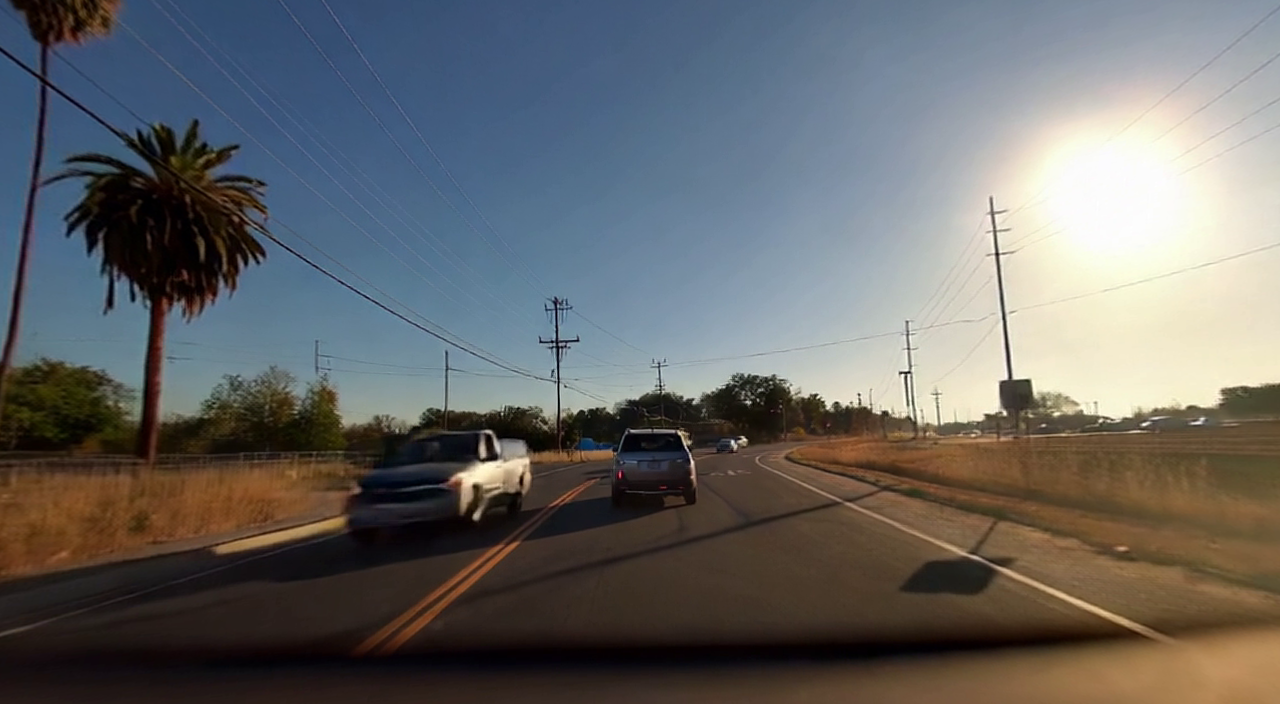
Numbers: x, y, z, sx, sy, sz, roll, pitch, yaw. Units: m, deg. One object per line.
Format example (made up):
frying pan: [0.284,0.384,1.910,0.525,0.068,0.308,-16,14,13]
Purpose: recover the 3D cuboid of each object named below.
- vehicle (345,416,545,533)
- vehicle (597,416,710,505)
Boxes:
vehicle: [-3.626,2.418,13.234,2.237,1.878,5.739,0,-8,1]
vehicle: [0.280,2.608,15.567,2.364,1.859,4.538,0,-8,0]
